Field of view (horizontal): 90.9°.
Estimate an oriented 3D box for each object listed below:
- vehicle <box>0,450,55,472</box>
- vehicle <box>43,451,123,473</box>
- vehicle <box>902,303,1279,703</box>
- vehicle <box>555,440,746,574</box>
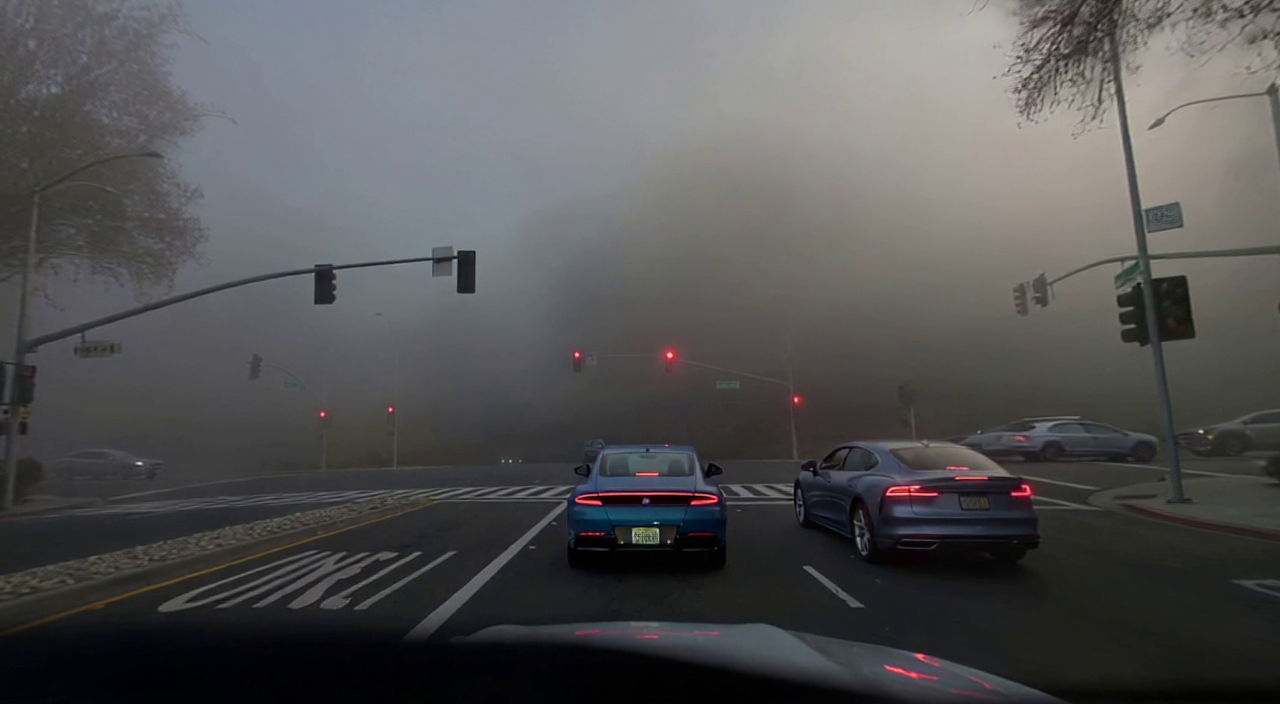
[{"bbox_3d":[-46.166,7.960,46.162,4.545,1.558,1.833,0,-8,-4],"label":"vehicle"},{"bbox_3d":[-41.296,8.159,46.790,4.195,1.533,1.752,0,-8,-2],"label":"vehicle"},{"bbox_3d":[3.096,0.811,2.527,2.143,1.759,4.531,0,-8,0],"label":"vehicle"},{"bbox_3d":[0.120,1.872,8.392,1.945,1.343,3.827,0,-8,0],"label":"vehicle"}]
